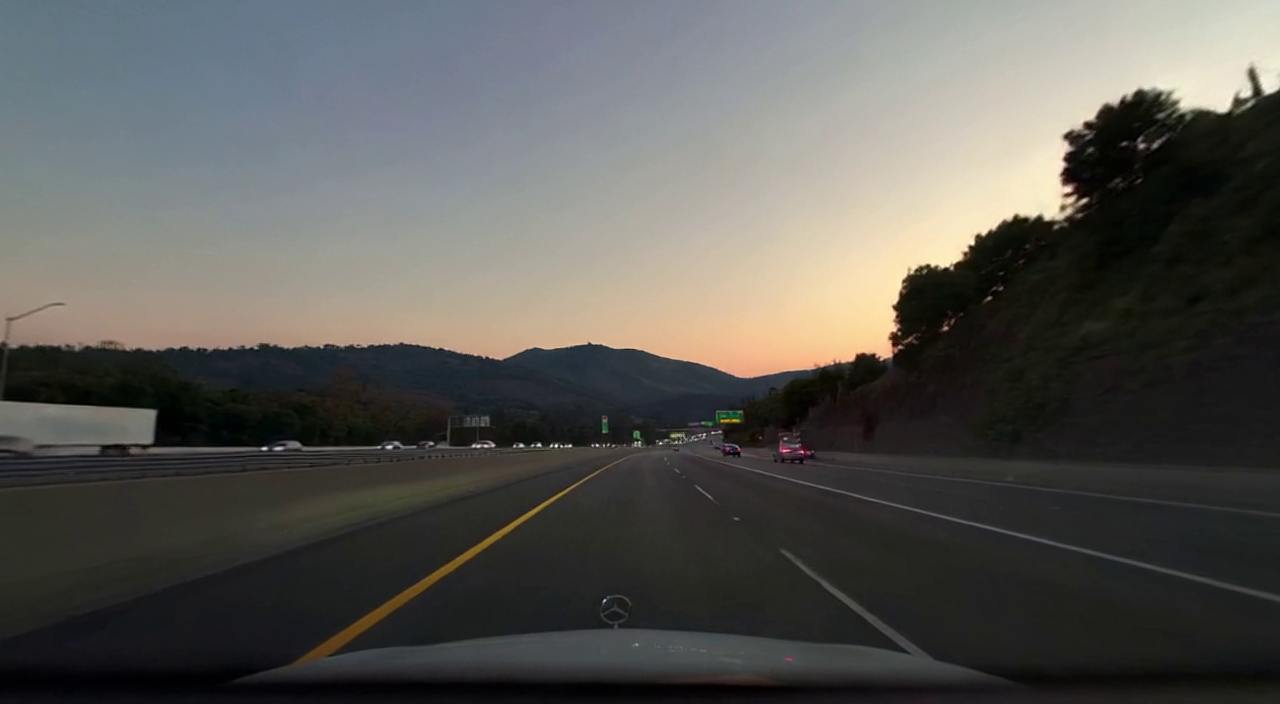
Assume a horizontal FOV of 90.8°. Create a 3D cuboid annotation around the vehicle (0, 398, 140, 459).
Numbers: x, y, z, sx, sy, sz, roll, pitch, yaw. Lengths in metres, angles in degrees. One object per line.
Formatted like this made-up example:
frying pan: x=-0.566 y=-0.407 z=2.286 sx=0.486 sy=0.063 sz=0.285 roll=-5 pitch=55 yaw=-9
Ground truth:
vehicle: x=-45.281 y=5.690 z=46.402 sx=2.941 sy=4.172 sz=16.971 roll=0 pitch=-8 yaw=1
